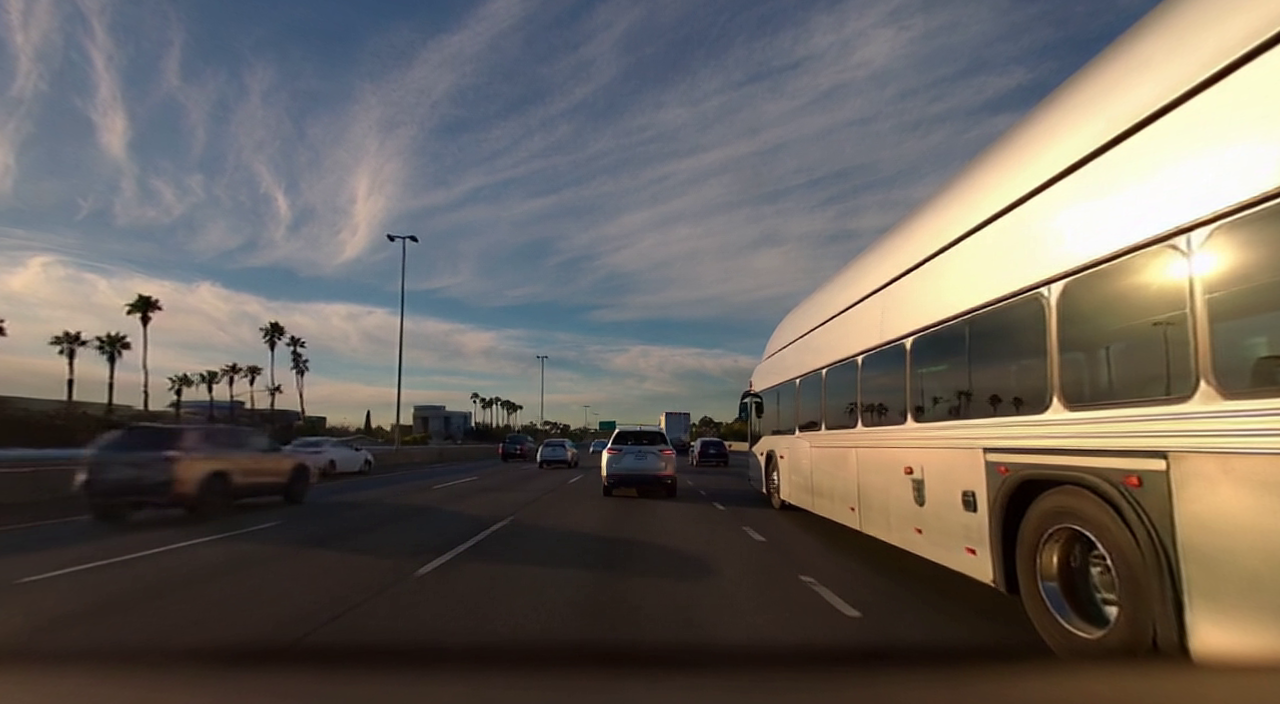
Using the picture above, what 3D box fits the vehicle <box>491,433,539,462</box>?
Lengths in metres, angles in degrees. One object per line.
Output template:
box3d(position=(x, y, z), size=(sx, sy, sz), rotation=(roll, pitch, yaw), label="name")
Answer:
box3d(position=(-7.944, 6.139, 40.526), size=(2.066, 1.779, 4.706), rotation=(0, -9, 1), label="vehicle")

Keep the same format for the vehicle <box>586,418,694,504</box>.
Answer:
box3d(position=(0.035, 2.610, 15.399), size=(2.268, 1.796, 4.280), rotation=(0, -9, 1), label="vehicle")

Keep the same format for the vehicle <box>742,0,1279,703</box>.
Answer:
box3d(position=(3.950, 0.541, 7.675), size=(3.020, 3.622, 14.302), rotation=(0, -9, 0), label="vehicle")

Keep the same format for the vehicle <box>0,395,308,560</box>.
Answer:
box3d(position=(-7.488, 1.743, 9.446), size=(2.215, 1.795, 4.966), rotation=(0, -9, 1), label="vehicle")

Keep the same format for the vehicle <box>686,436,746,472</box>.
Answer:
box3d(position=(3.355, 4.631, 28.721), size=(2.039, 1.516, 4.521), rotation=(0, -9, -2), label="vehicle")

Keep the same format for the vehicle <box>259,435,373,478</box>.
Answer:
box3d(position=(-12.515, 4.072, 24.735), size=(1.961, 1.493, 4.784), rotation=(0, -9, 0), label="vehicle")

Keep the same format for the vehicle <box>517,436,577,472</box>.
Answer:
box3d(position=(-4.305, 4.835, 29.981), size=(2.040, 1.536, 4.680), rotation=(0, -9, 1), label="vehicle")
